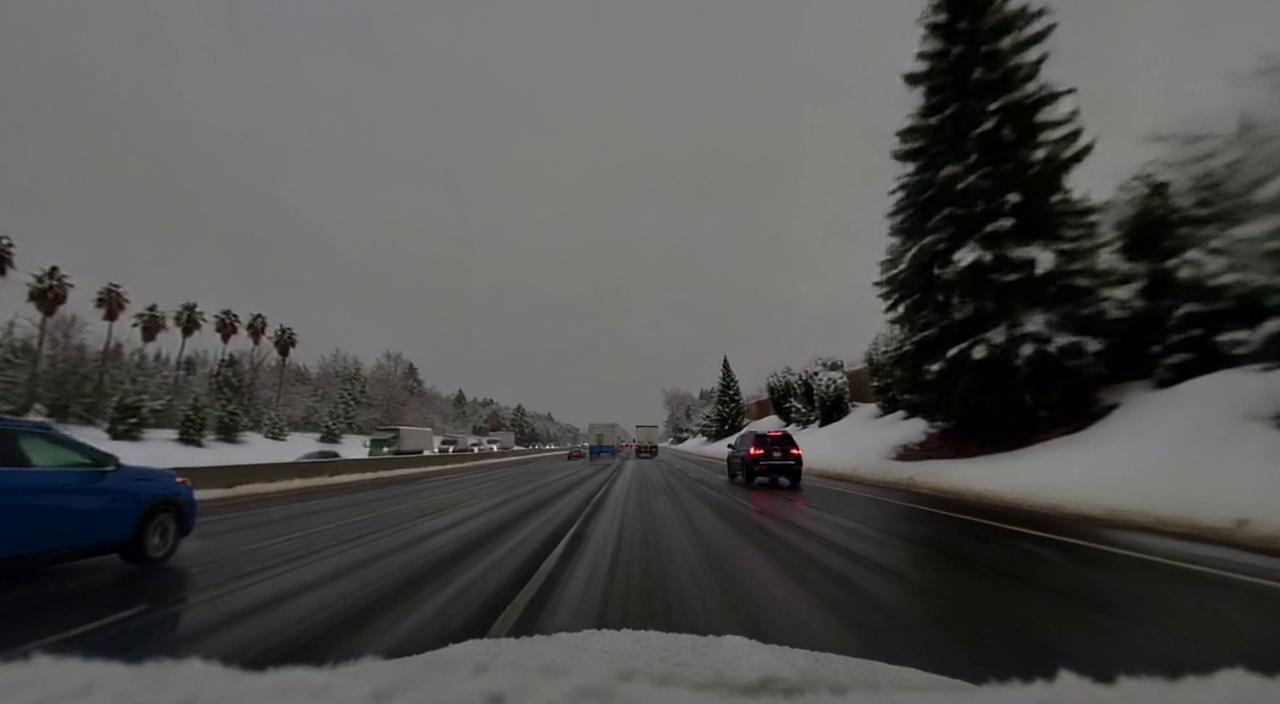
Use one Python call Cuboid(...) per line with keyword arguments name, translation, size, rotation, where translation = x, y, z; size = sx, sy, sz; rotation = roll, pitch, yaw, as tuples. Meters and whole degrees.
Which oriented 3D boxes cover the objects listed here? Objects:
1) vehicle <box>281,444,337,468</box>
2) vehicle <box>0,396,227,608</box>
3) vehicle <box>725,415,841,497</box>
Cuboid(name="vehicle", translation=(-20.824, 6.565, 39.848), size=(1.610, 1.420, 3.474), rotation=(0, -8, 1))
Cuboid(name="vehicle", translation=(-6.557, 1.334, 5.740), size=(2.289, 1.774, 4.871), rotation=(0, -8, 0))
Cuboid(name="vehicle", translation=(4.266, 3.219, 19.895), size=(2.408, 2.210, 4.999), rotation=(0, -8, -1))
